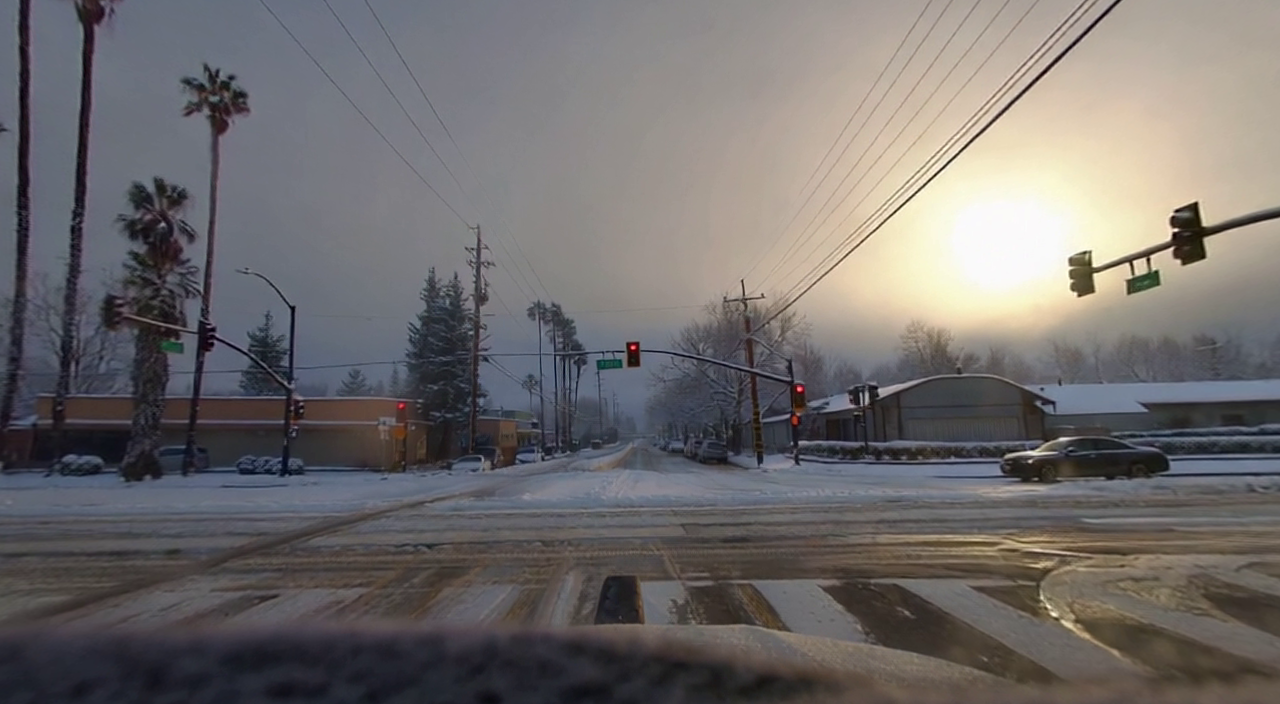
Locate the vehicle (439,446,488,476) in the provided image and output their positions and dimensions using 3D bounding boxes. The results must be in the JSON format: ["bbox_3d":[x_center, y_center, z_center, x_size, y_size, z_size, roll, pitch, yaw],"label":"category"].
[{"bbox_3d":[-11.948,7.380,42.968,2.016,1.717,4.287,0,-6,1],"label":"vehicle"}]

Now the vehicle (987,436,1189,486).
[{"bbox_3d":[14.284,3.491,20.431,4.918,1.479,1.897,-1,-9,7],"label":"vehicle"}]

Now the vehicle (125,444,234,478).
[{"bbox_3d":[-25.920,6.142,35.675,4.613,1.820,2.021,-1,-9,4],"label":"vehicle"}]

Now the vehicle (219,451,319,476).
[{"bbox_3d":[-22.297,6.699,38.063,4.849,1.444,1.881,0,-9,1],"label":"vehicle"}]
